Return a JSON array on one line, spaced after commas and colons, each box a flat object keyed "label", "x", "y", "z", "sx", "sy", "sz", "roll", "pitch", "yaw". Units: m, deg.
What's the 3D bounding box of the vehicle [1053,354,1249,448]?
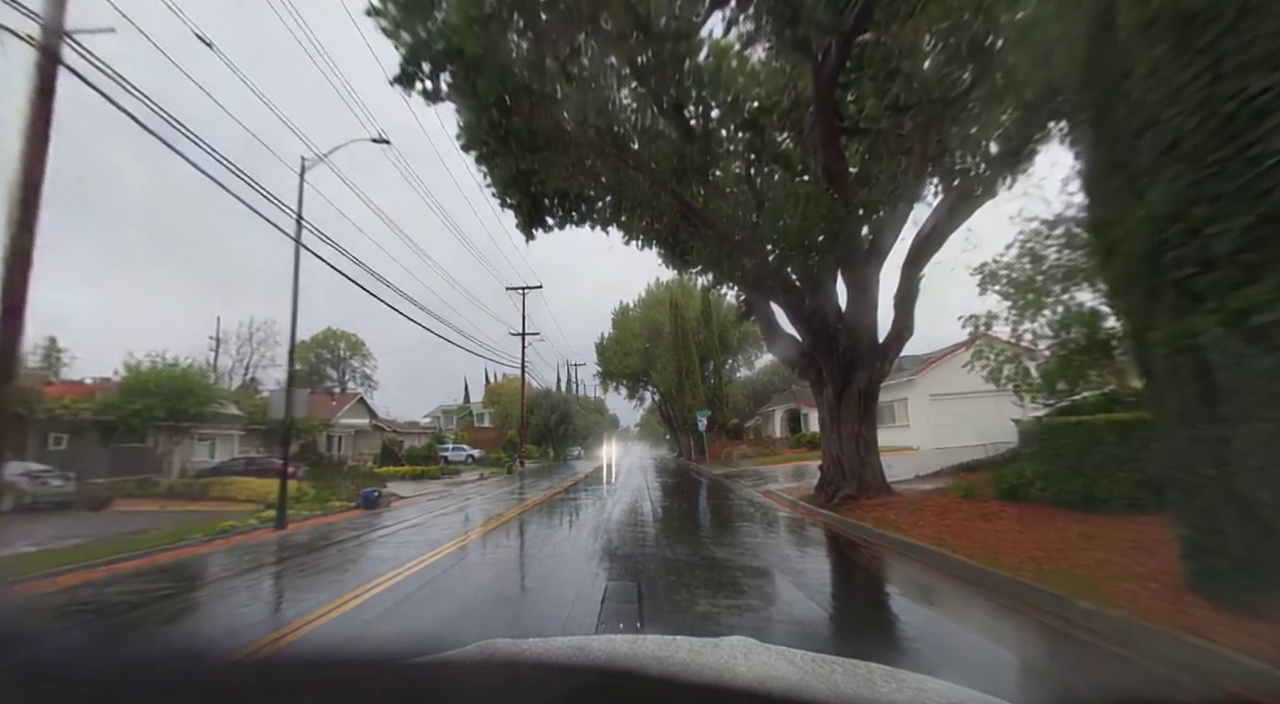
[{"label": "vehicle", "x": 21.385, "y": 2.319, "z": 27.175, "sx": 2.918, "sy": 3.393, "sz": 7.033, "roll": -3, "pitch": -9, "yaw": 7}]
